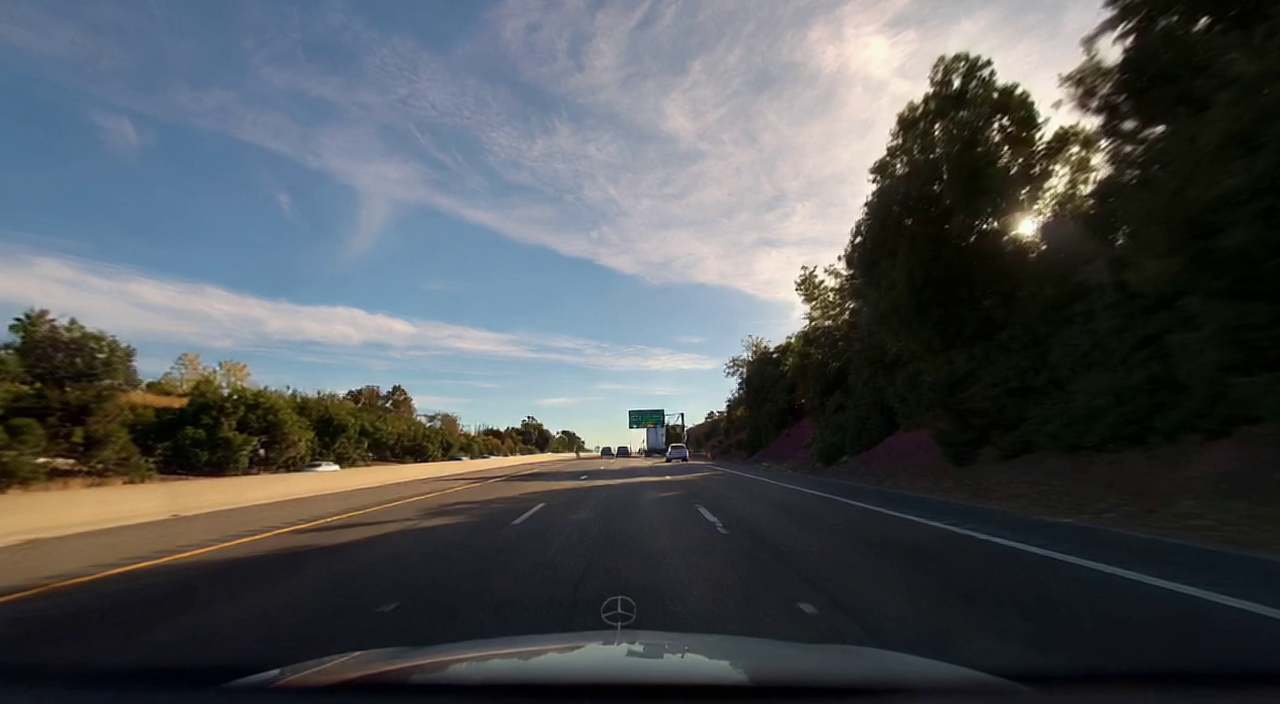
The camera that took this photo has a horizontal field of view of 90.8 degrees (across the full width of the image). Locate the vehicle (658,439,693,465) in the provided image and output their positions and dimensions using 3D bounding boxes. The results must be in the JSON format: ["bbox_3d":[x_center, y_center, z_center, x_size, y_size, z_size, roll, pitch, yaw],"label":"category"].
[{"bbox_3d":[2.447,7.036,44.562,2.065,1.760,4.488,0,-8,-2],"label":"vehicle"}]
